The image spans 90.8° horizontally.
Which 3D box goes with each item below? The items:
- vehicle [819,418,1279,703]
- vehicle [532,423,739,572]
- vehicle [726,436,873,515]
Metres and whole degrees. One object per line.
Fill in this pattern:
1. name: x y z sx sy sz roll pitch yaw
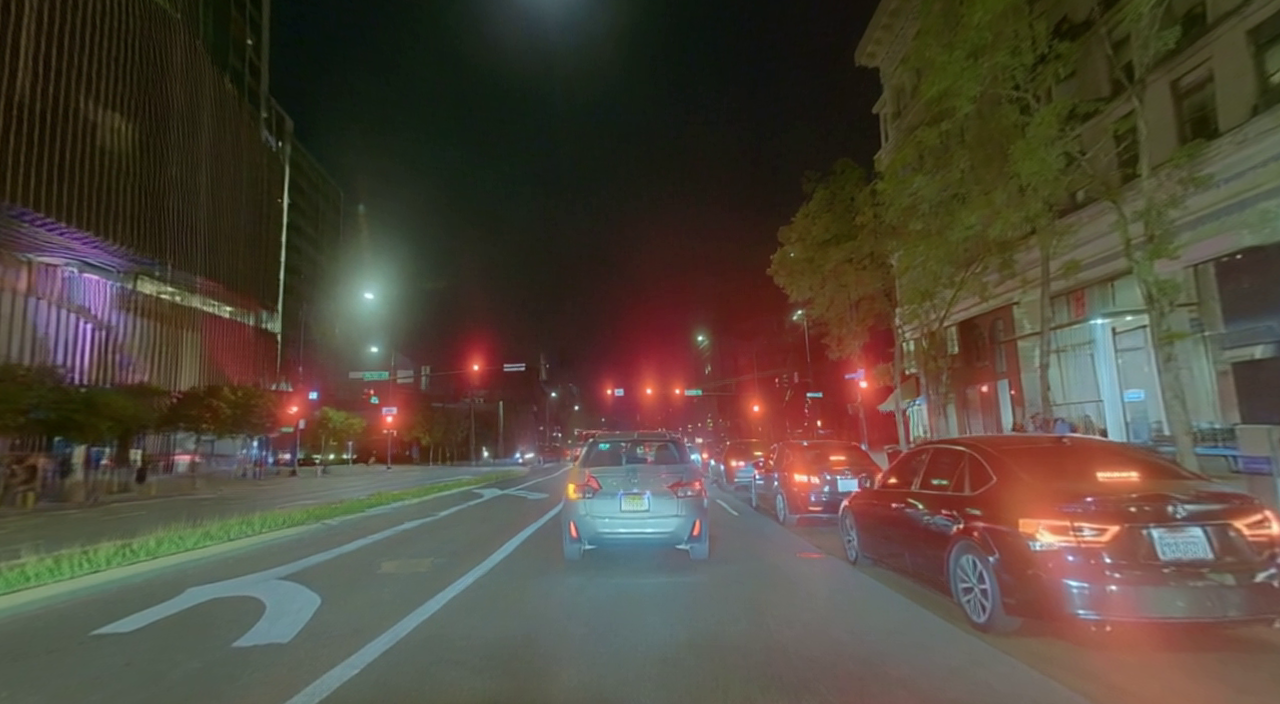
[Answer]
1. vehicle: 3.232 1.421 5.596 1.912 1.454 4.537 0 -9 -1
2. vehicle: -0.079 1.798 8.567 2.118 1.512 4.013 0 -9 -1
3. vehicle: 3.325 2.680 14.229 1.996 1.469 4.495 0 -9 -2
